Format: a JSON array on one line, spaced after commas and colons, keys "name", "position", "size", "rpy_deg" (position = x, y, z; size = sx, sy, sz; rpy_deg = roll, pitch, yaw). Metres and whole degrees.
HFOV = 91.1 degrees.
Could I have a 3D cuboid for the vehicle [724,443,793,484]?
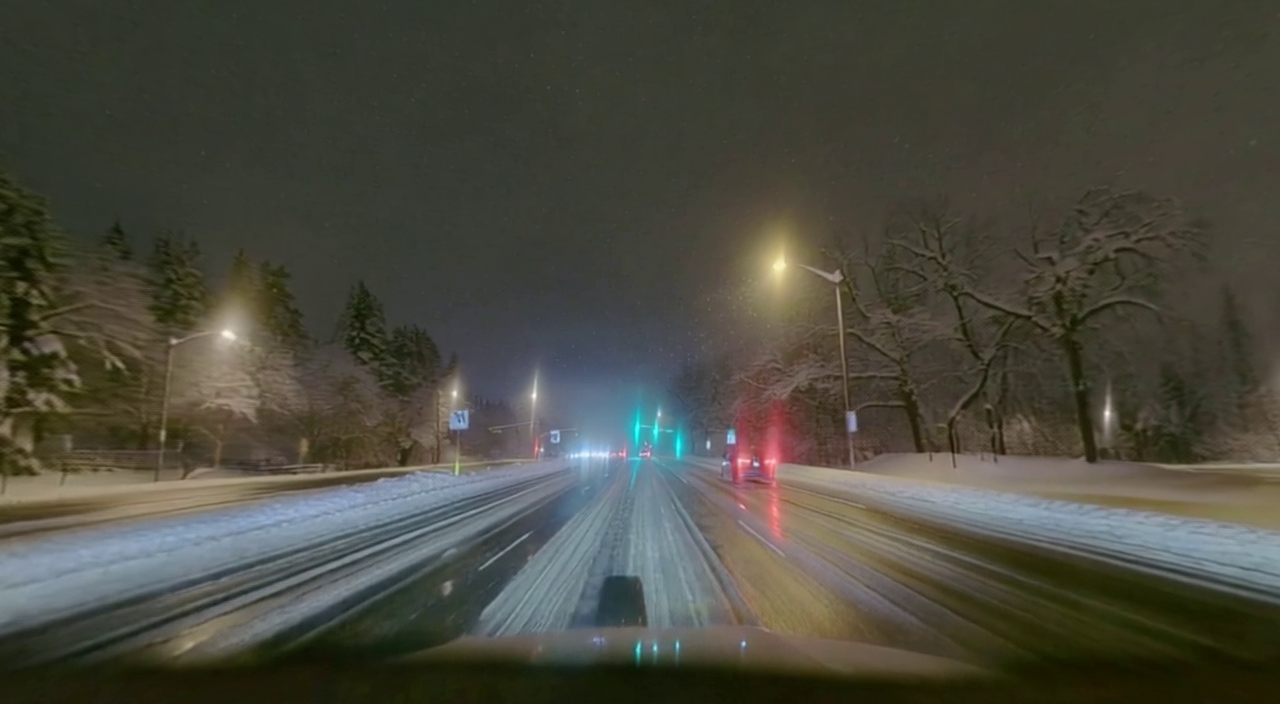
[{"name": "vehicle", "position": [4.701, 4.481, 25.590], "size": [1.913, 1.516, 4.322], "rpy_deg": [0, -9, -1]}]
